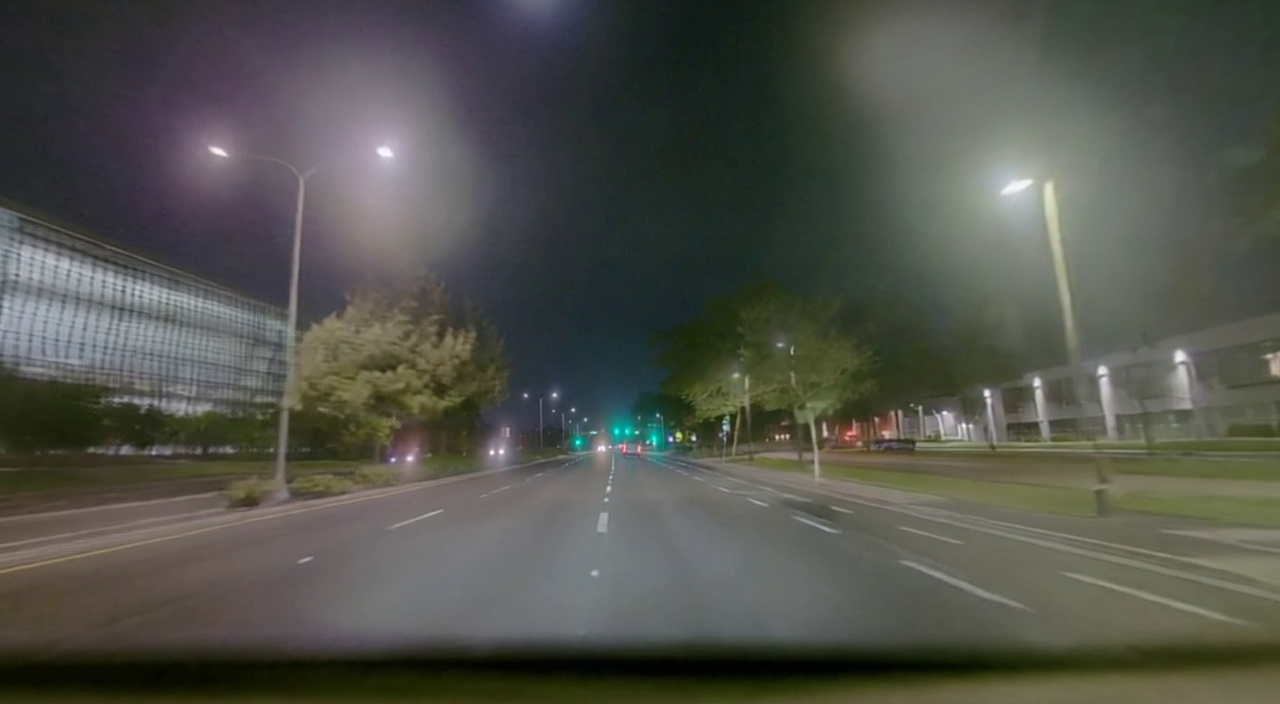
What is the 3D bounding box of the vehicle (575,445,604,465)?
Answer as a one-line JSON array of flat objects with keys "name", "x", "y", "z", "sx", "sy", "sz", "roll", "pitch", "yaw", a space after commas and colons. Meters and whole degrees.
[{"name": "vehicle", "x": -3.781, "y": 7.822, "z": 48.276, "sx": 2.080, "sy": 1.445, "sz": 4.096, "roll": 0, "pitch": -8, "yaw": -3}]
